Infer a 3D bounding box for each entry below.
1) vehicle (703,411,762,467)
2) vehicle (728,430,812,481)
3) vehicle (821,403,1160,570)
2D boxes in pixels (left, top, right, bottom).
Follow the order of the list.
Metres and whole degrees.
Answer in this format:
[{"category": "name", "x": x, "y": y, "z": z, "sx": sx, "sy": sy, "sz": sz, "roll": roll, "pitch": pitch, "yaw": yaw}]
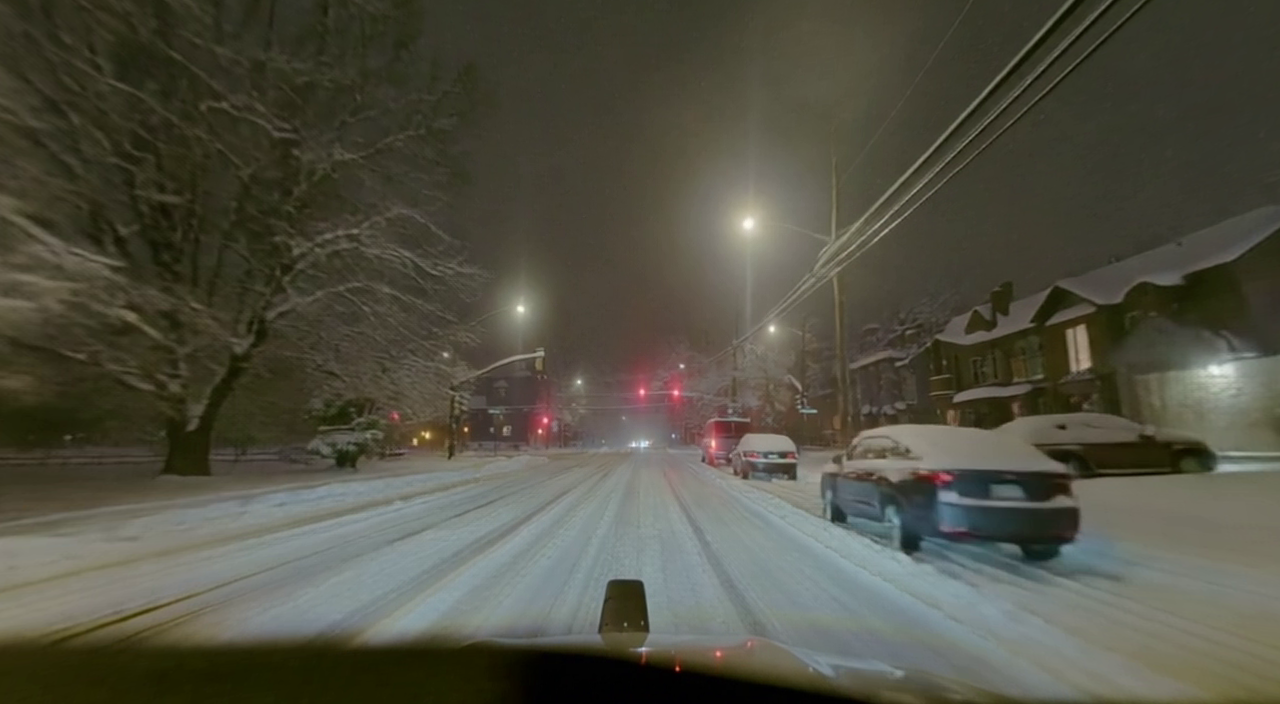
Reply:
[{"category": "vehicle", "x": 4.959, "y": 4.790, "z": 34.614, "sx": 2.398, "sy": 2.806, "sz": 4.857, "roll": 0, "pitch": -8, "yaw": -1}, {"category": "vehicle", "x": 4.777, "y": 3.903, "z": 24.019, "sx": 2.202, "sy": 1.712, "sz": 4.813, "roll": 0, "pitch": -8, "yaw": 0}, {"category": "vehicle", "x": 4.599, "y": 1.844, "z": 9.490, "sx": 2.279, "sy": 1.829, "sz": 4.859, "roll": 0, "pitch": -8, "yaw": 0}]
